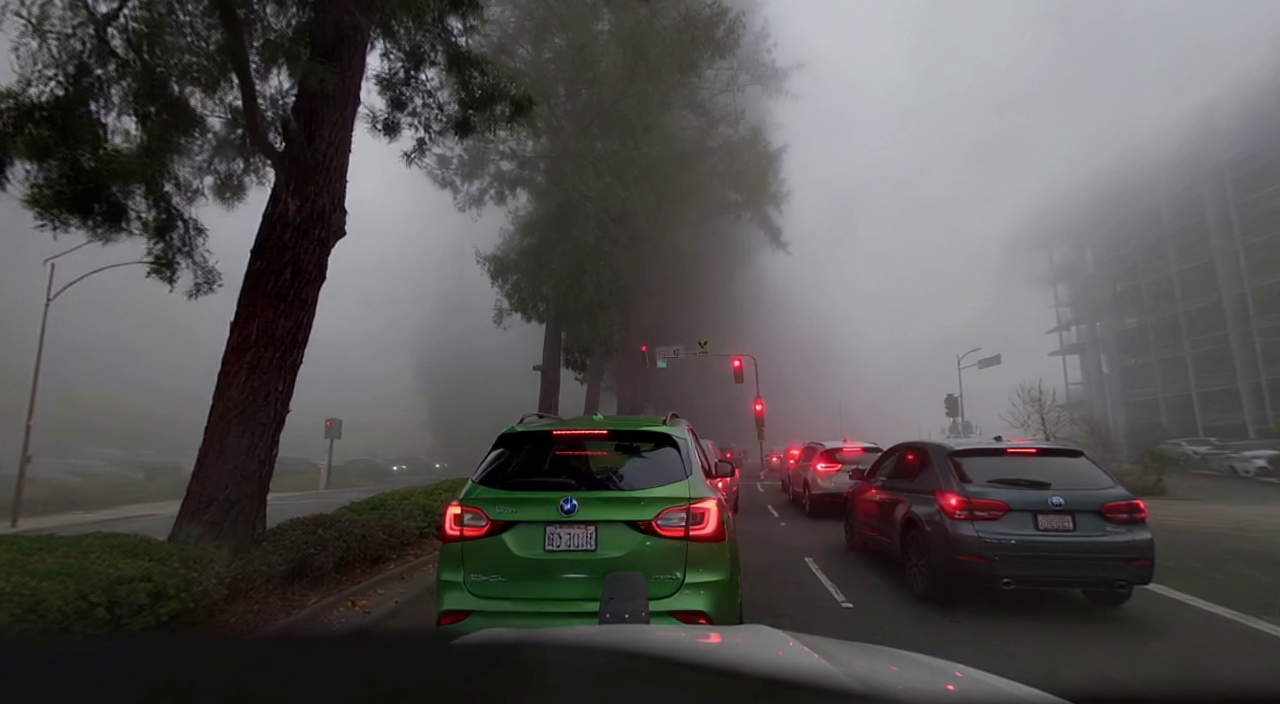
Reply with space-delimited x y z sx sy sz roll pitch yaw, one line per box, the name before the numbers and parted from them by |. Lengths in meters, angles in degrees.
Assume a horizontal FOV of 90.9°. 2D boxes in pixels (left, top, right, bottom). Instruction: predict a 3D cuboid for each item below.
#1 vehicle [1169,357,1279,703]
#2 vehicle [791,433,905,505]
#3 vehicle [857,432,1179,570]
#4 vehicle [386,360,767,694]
vehicle | 4.054 0.599 1.106 1.993 1.719 4.953 0 -8 1
vehicle | 5.325 3.030 16.736 1.994 1.638 4.100 -1 -9 6
vehicle | 4.891 1.959 9.173 1.963 1.480 4.553 0 -8 2
vehicle | -0.211 1.232 5.563 2.021 1.742 4.295 -1 -8 4
